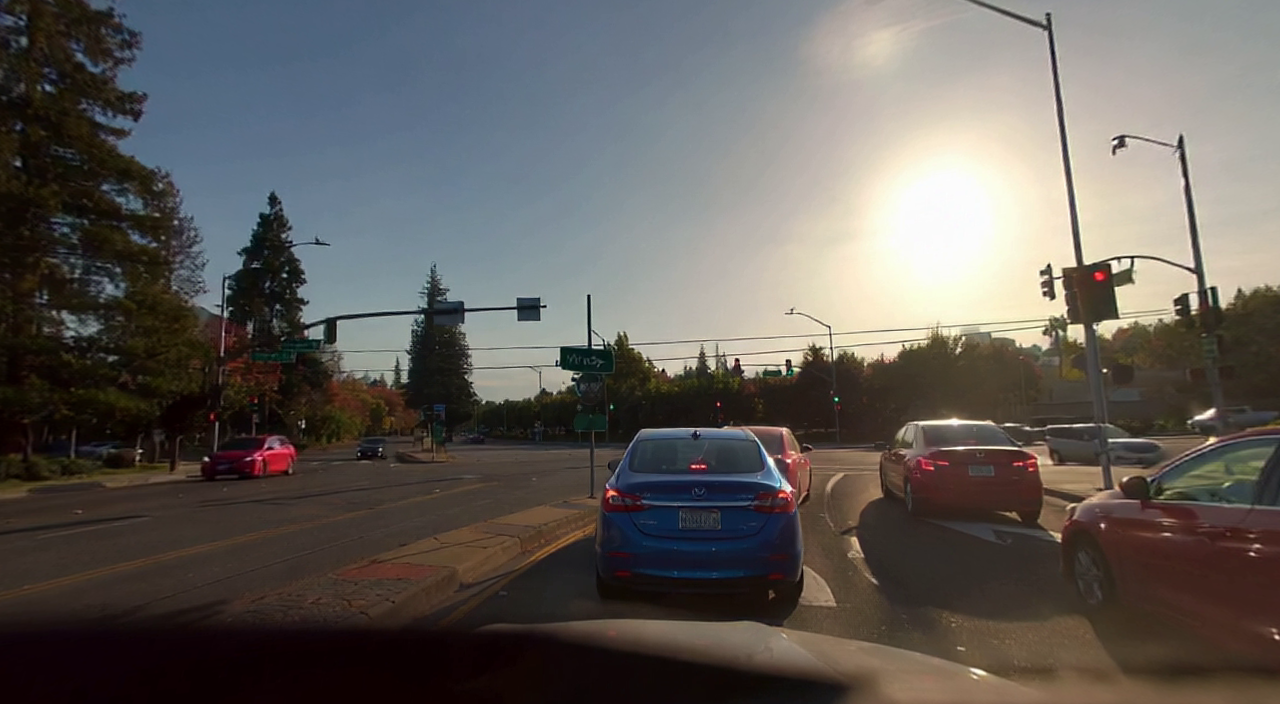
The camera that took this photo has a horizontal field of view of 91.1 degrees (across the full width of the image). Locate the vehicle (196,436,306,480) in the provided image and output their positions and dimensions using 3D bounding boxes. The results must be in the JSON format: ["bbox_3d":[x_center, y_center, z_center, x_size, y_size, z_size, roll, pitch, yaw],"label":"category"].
[{"bbox_3d":[-14.313,3.892,23.464,1.976,1.458,4.645,2,-8,-12],"label":"vehicle"}]

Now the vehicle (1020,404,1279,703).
[{"bbox_3d":[4.222,1.061,3.382,1.954,1.508,4.441,-1,-8,6],"label":"vehicle"}]

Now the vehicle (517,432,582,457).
[{"bbox_3d":[-6.052,6.108,41.537,1.932,1.573,4.509,8,-12,-44],"label":"vehicle"}]

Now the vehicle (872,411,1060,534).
[{"bbox_3d":[5.499,2.049,11.295,2.102,1.717,4.373,-2,-9,16],"label":"vehicle"}]

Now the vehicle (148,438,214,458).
[{"bbox_3d":[-35.467,7.434,48.588,1.652,1.433,3.733,-7,-11,40],"label":"vehicle"}]

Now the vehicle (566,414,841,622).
[{"bbox_3d":[0.832,1.500,6.698,2.052,1.483,3.928,-2,-8,12],"label":"vehicle"}]

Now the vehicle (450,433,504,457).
[{"bbox_3d":[-12.565,7.120,48.170,1.972,1.705,4.457,8,-11,-44],"label":"vehicle"}]
